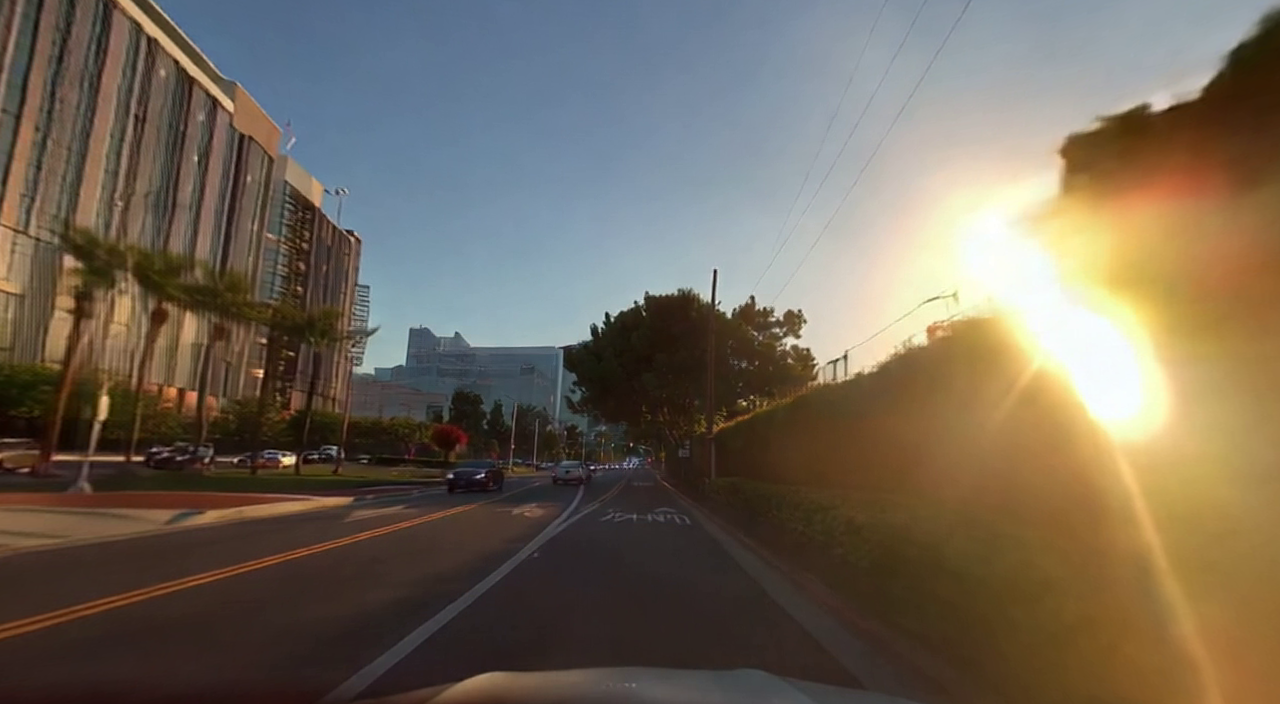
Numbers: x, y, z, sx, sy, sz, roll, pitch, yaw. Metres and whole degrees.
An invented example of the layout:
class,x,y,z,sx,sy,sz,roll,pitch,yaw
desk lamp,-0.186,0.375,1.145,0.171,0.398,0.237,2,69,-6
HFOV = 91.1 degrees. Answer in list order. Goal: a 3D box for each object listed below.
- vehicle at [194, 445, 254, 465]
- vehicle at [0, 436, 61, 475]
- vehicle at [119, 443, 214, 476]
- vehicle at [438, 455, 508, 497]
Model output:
class,x,y,z,sx,sy,sz,roll,pitch,yaw
vehicle,-32.772,8.121,49.522,3.977,1.439,1.775,-3,-11,20
vehicle,-28.536,4.661,28.188,3.973,1.647,1.896,-3,-11,20
vehicle,-26.238,5.983,34.809,4.630,1.710,2.035,-4,-11,23
vehicle,-6.759,5.070,25.795,1.922,1.540,3.771,1,-10,-2
